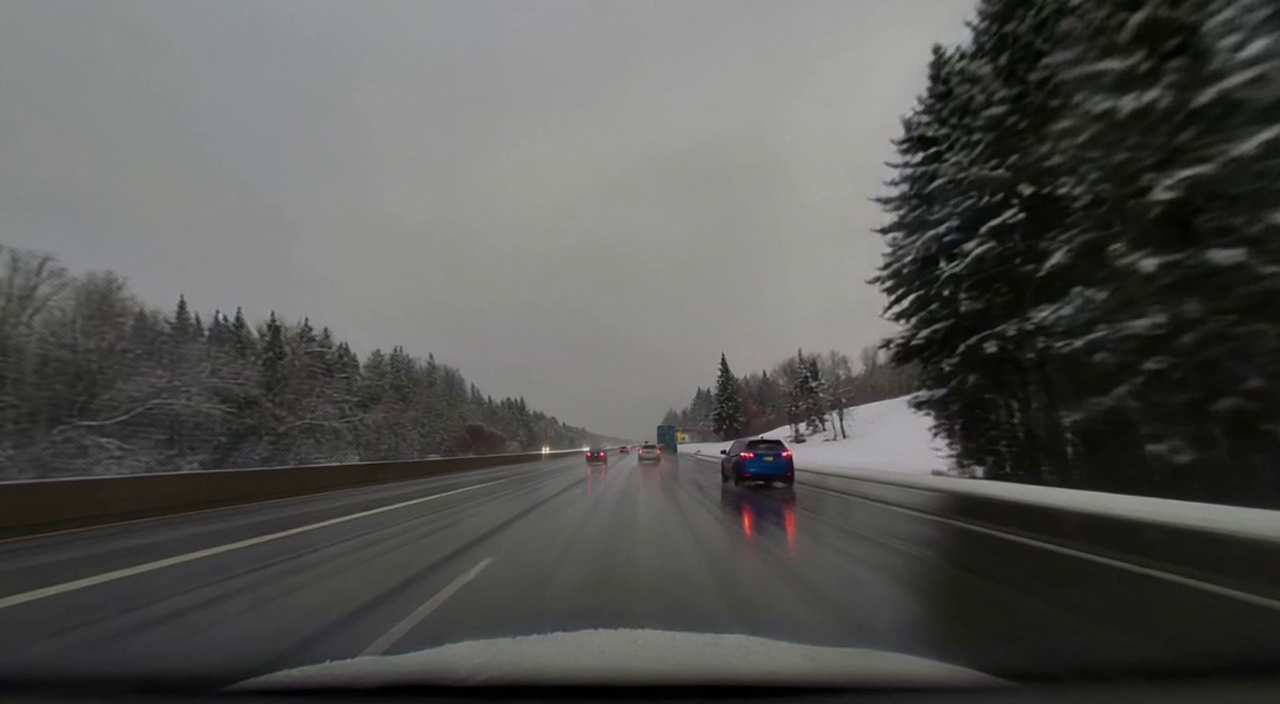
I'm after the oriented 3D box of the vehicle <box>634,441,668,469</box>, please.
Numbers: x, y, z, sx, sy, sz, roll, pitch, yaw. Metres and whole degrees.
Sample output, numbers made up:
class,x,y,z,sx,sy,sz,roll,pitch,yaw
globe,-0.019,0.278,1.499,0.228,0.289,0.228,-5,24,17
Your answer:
class,x,y,z,sx,sy,sz,roll,pitch,yaw
vehicle,0.711,7.142,43.760,2.205,1.785,4.423,0,-9,0

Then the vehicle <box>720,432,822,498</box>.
class,x,y,z,sx,sy,sz,roll,pitch,yaw
vehicle,3.754,3.332,18.907,2.082,1.720,4.393,0,-9,0
